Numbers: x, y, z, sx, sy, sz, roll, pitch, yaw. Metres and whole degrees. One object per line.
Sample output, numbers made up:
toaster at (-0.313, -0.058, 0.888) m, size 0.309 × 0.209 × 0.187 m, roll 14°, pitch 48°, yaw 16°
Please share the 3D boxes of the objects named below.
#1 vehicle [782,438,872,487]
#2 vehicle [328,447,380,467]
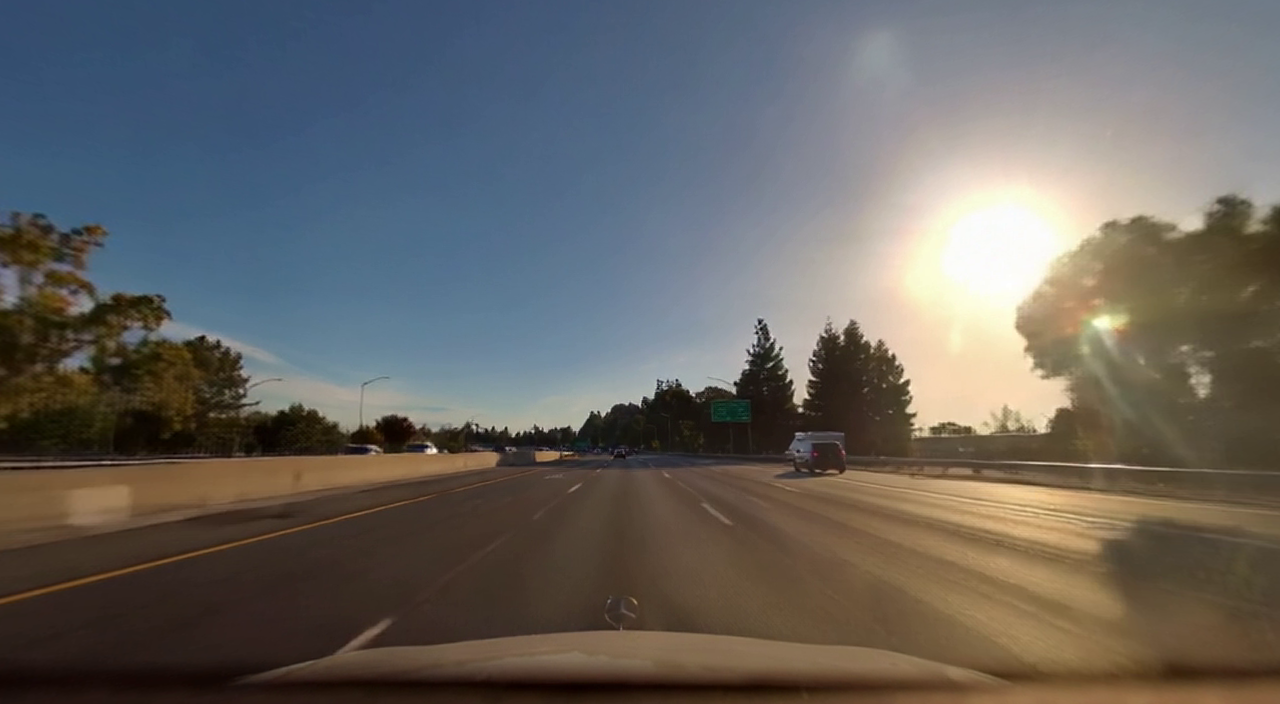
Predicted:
vehicle at (6.945, 4.143, 23.924) m, size 2.081 × 1.705 × 3.926 m, roll 0°, pitch -9°, yaw -1°
vehicle at (-21.735, 8.019, 48.225) m, size 1.818 × 1.445 × 4.678 m, roll 0°, pitch -9°, yaw -1°
